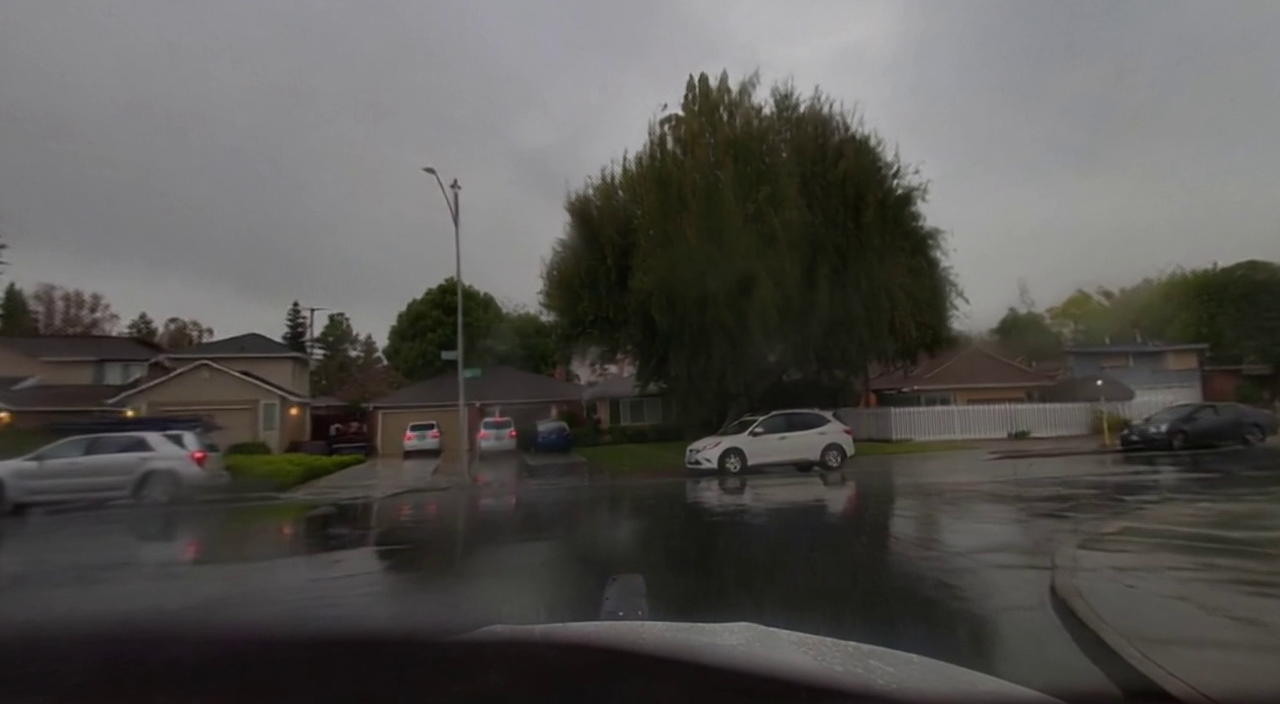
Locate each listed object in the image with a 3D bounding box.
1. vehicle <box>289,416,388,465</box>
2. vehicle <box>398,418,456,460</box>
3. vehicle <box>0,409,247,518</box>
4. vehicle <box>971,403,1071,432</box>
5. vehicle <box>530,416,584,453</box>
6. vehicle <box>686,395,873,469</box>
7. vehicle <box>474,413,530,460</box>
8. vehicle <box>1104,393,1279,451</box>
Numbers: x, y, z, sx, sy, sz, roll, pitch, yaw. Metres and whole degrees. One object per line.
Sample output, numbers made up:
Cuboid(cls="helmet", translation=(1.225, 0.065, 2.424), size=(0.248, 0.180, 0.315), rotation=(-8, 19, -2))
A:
Cuboid(cls="vehicle", translation=(-13.908, 4.083, 28.955), size=(2.307, 2.043, 5.475), rotation=(8, -12, -44))
Cuboid(cls="vehicle", translation=(-10.390, 4.333, 31.209), size=(2.391, 1.894, 5.075), rotation=(2, -9, -16))
Cuboid(cls="vehicle", translation=(-12.772, 2.548, 14.847), size=(5.419, 2.292, 2.272), rotation=(2, -7, -15))
Cuboid(cls="vehicle", translation=(22.469, 3.940, 37.461), size=(1.967, 1.523, 4.619), rotation=(5, -10, -29))
Cuboid(cls="vehicle", translation=(-4.211, 4.168, 31.530), size=(2.005, 1.699, 4.234), rotation=(2, -9, -16))
Cuboid(cls="vehicle", translation=(4.020, 2.419, 18.661), size=(4.919, 1.969, 2.104), rotation=(2, -9, -10))
Cuboid(cls="vehicle", translation=(-6.598, 3.973, 29.718), size=(2.278, 1.969, 5.533), rotation=(2, -8, -15))
Cuboid(cls="vehicle", translation=(19.625, 2.486, 22.347), size=(5.179, 1.847, 2.219), rotation=(1, -10, -15))
